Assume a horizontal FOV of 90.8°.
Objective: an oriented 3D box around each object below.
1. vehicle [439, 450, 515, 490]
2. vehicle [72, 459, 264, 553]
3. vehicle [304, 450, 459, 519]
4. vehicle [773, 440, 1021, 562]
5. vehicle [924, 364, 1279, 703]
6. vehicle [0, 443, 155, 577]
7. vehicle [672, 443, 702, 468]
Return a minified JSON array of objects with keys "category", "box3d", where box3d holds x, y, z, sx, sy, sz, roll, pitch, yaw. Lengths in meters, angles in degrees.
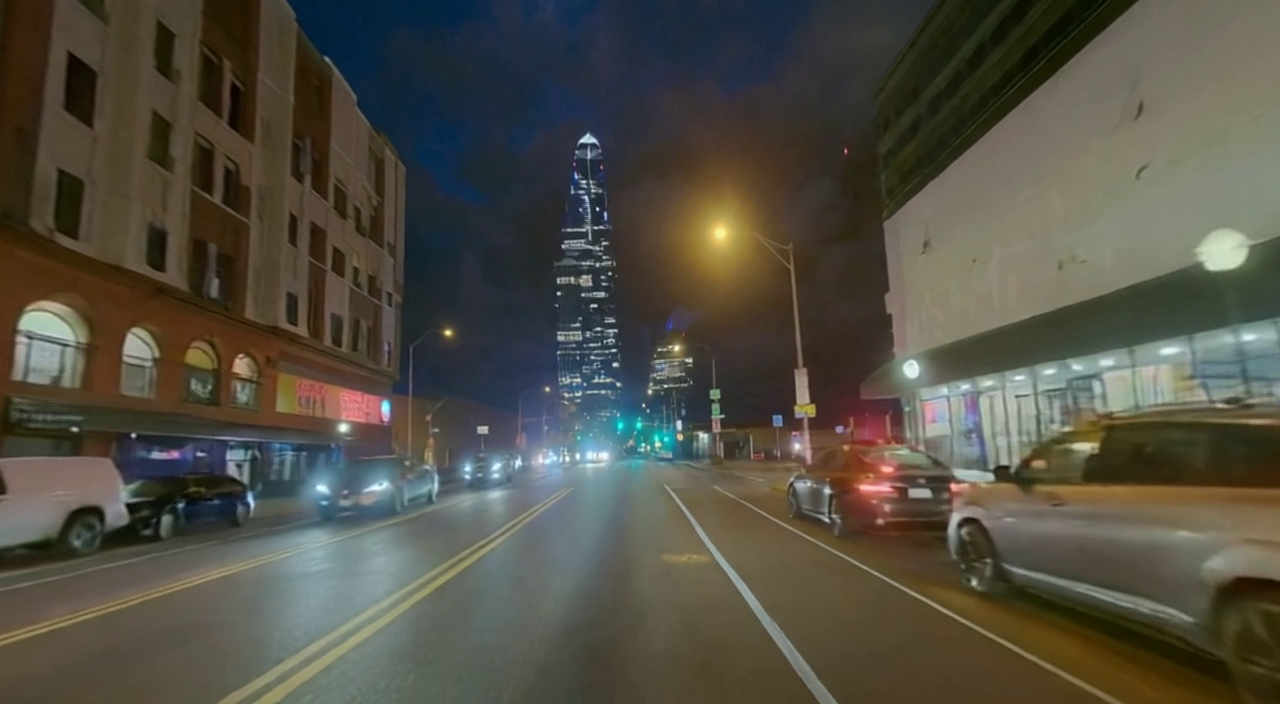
[{"category":"vehicle","box3d":[-6.632,4.833,26.240,1.962,1.475,4.580,0,-8,0]},{"category":"vehicle","box3d":[-11.122,3.580,15.265,1.812,1.538,3.761,-3,-5,0]},{"category":"vehicle","box3d":[-6.432,3.315,16.458,1.993,1.484,4.812,0,-8,0]},{"category":"vehicle","box3d":[3.687,2.192,10.238,1.937,1.481,4.760,0,-8,-1]},{"category":"vehicle","box3d":[3.832,1.075,3.816,1.881,1.751,4.859,0,-8,-1]},{"category":"vehicle","box3d":[-11.166,2.629,10.371,2.188,1.951,5.650,-2,-6,-3]},{"category":"vehicle","box3d":[3.531,7.904,48.531,2.118,1.779,5.121,-1,-8,2]}]
